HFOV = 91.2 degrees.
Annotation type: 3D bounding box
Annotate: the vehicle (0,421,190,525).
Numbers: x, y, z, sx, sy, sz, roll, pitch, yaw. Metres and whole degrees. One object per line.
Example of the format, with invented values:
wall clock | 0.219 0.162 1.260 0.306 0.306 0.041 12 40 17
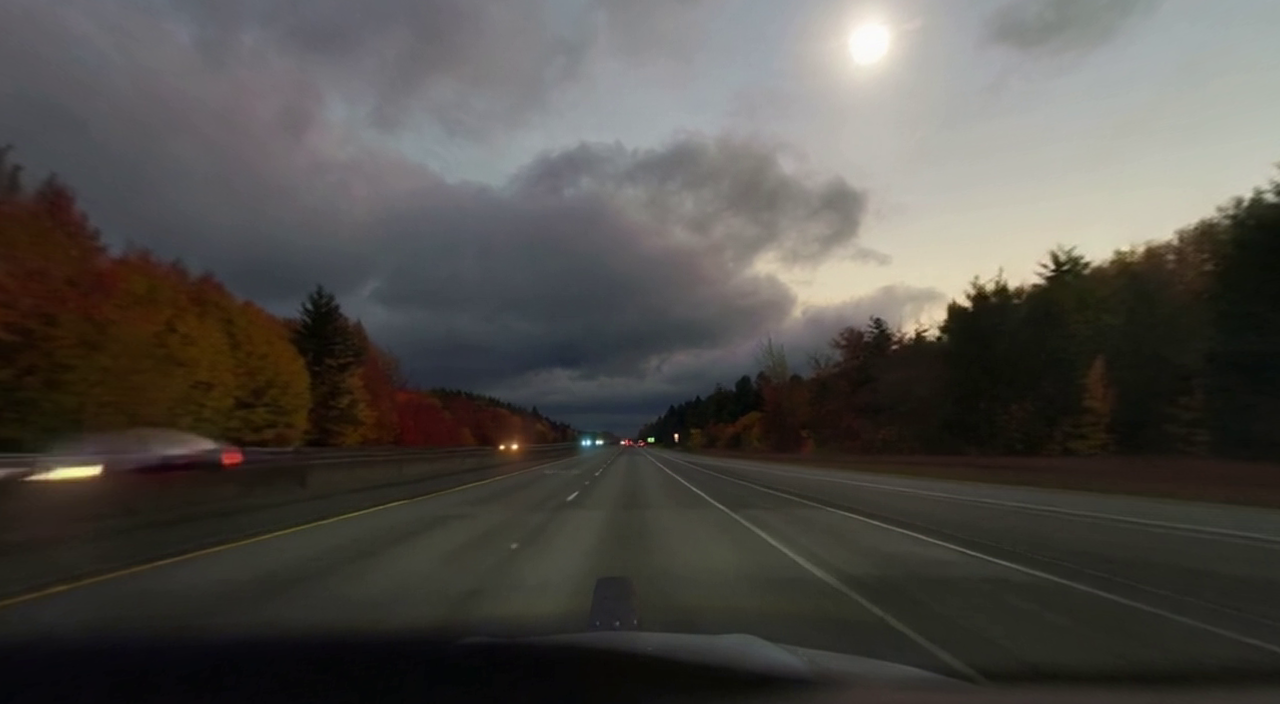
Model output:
vehicle | -10.653 2.129 11.371 1.868 1.555 4.174 0 -9 -1
